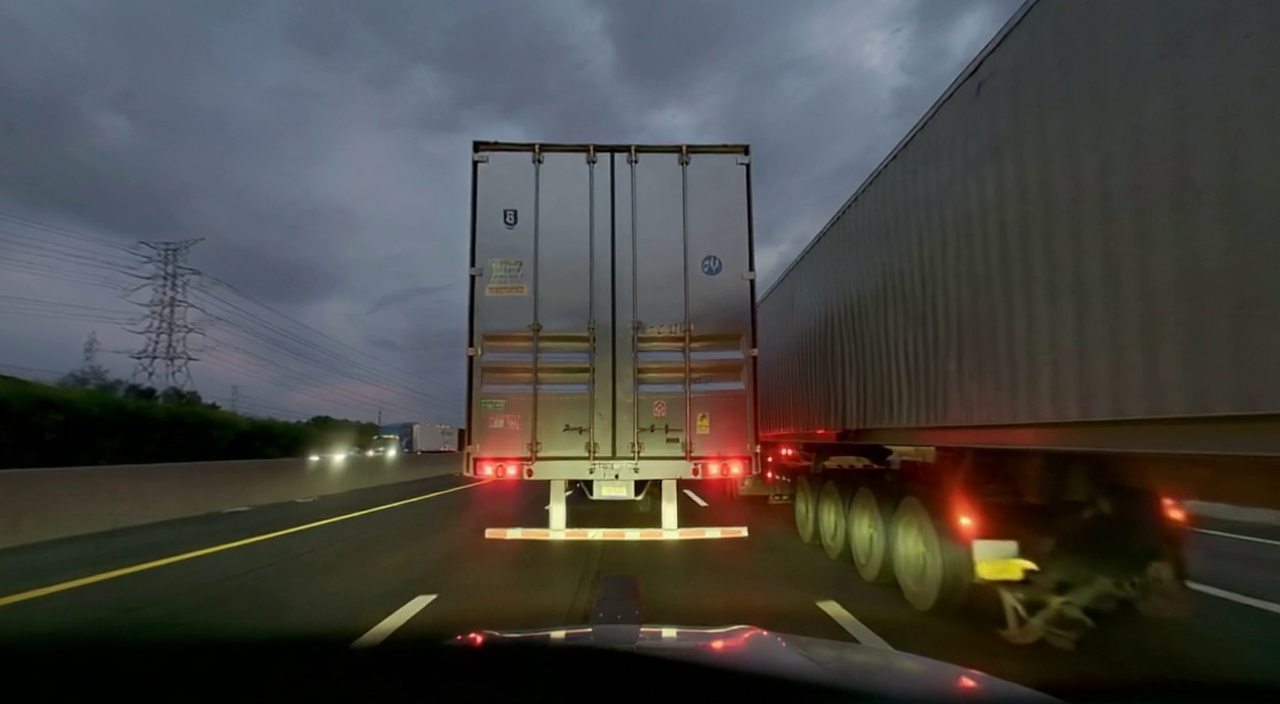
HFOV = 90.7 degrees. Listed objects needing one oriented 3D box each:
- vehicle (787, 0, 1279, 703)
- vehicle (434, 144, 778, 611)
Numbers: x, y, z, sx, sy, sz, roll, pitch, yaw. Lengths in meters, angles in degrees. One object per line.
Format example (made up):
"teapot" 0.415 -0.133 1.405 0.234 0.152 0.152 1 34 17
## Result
"vehicle" 3.547 0.172 4.806 2.955 3.777 7.403 0 -8 -1
"vehicle" -0.282 1.004 11.479 2.841 4.071 12.046 0 -8 0
